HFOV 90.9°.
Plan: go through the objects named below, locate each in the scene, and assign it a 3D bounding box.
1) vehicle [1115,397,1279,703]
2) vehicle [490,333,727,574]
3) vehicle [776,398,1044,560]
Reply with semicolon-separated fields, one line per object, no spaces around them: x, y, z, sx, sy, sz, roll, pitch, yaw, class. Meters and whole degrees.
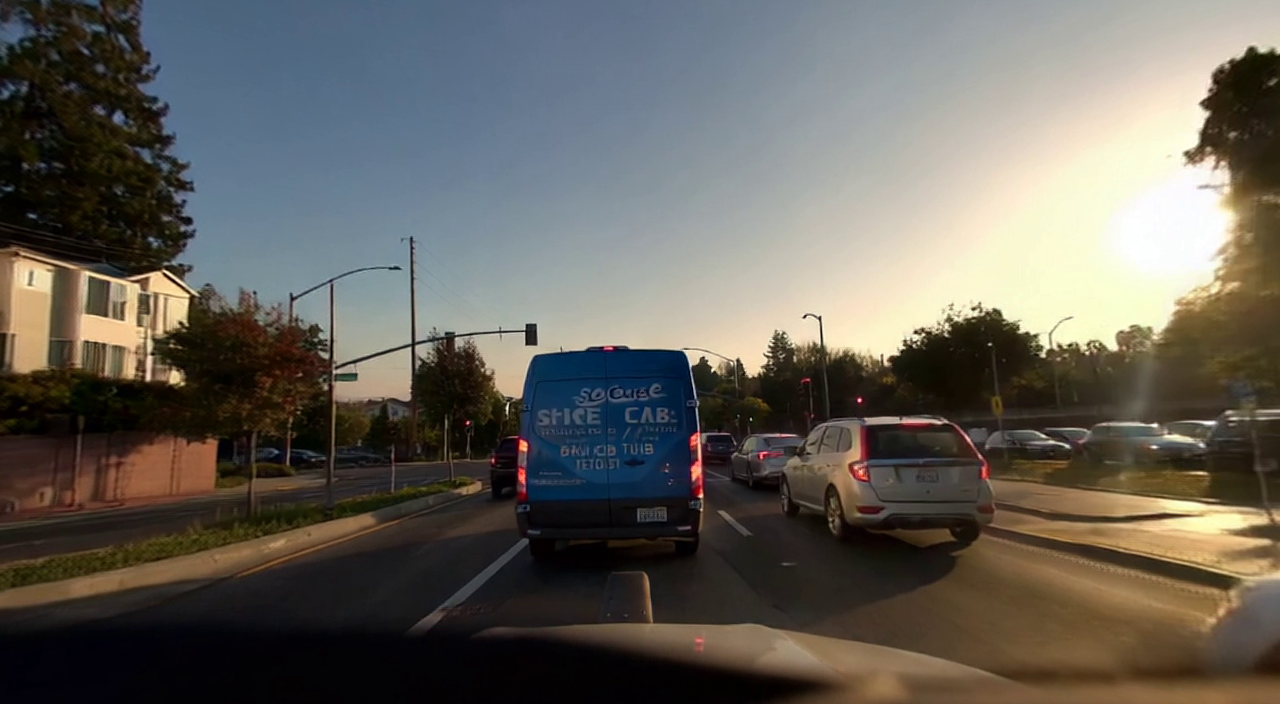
3.406;0.702;0.896;1.951;1.483;4.582;0;-8;1;vehicle
-0.267;1.389;9.091;2.422;2.488;4.992;0;-8;1;vehicle
3.431;1.702;9.124;1.965;1.771;4.295;0;-8;0;vehicle
